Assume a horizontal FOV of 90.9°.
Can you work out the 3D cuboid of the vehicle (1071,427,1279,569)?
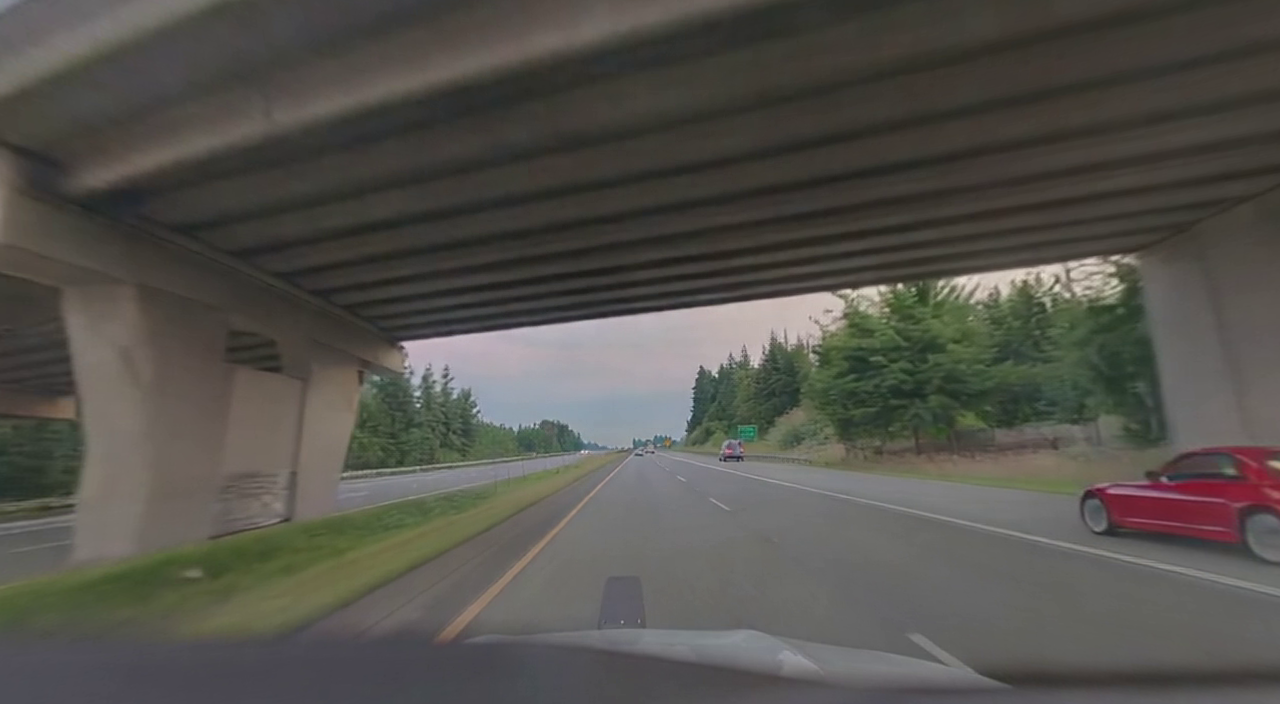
[{"bbox_3d":[7.703,1.688,7.576,1.987,1.473,4.244,0,-9,0],"label":"vehicle"}]
